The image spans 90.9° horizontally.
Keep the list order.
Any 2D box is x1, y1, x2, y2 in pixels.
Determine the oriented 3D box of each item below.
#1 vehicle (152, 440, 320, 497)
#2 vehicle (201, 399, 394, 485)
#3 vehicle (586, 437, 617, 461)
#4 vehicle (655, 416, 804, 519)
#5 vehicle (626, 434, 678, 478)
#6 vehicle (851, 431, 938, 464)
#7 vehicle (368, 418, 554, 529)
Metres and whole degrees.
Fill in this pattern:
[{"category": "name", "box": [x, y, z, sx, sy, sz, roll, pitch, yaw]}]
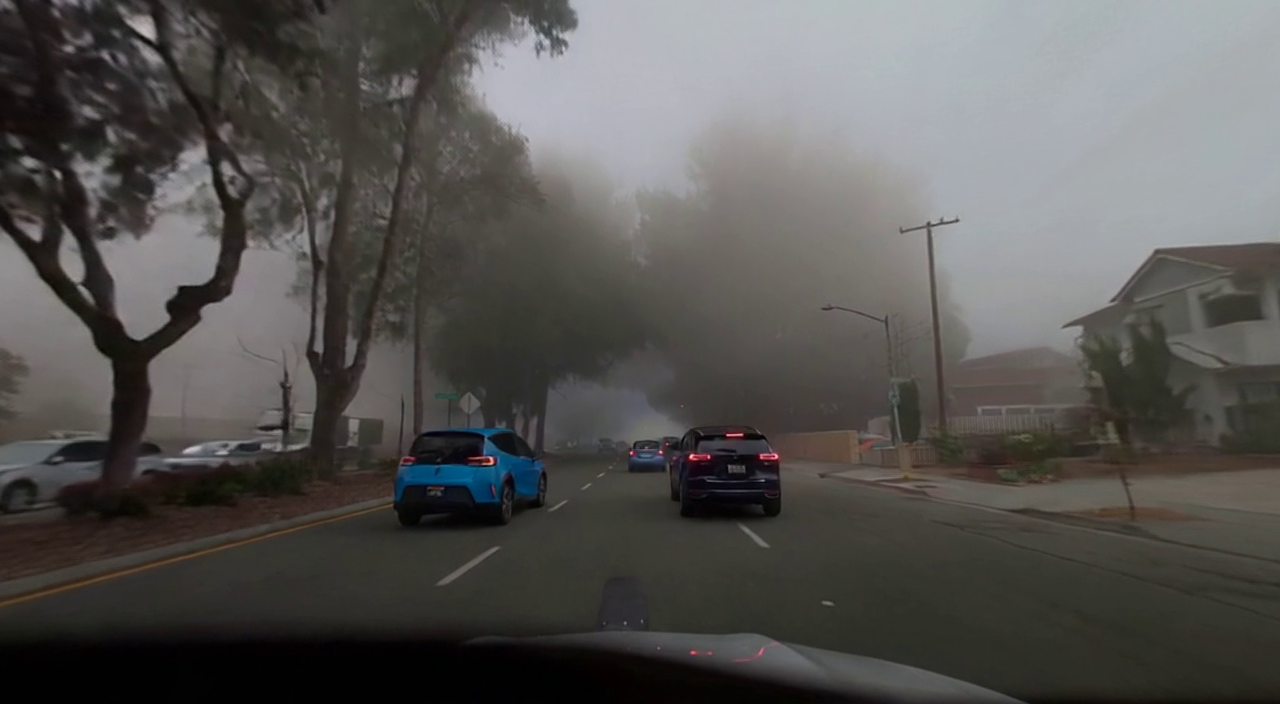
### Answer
[{"category": "vehicle", "box": [-11.913, 3.437, 19.045, 1.923, 1.490, 4.501, 0, -9, 2]}, {"category": "vehicle", "box": [-15.058, 4.162, 29.074, 2.901, 3.276, 9.720, -1, -9, 4]}, {"category": "vehicle", "box": [-2.911, 7.474, 48.616, 2.014, 1.755, 4.360, 0, -9, 1]}, {"category": "vehicle", "box": [1.600, 2.323, 13.095, 2.280, 1.747, 4.361, 0, -9, -2]}, {"category": "vehicle", "box": [0.432, 4.117, 25.100, 1.922, 1.579, 3.642, 0, -9, 0]}, {"category": "vehicle", "box": [15.941, 5.967, 39.756, 2.032, 1.877, 4.876, 2, -7, -25]}, {"category": "vehicle", "box": [-3.083, 2.228, 12.104, 2.043, 1.687, 4.676, 0, -9, 2]}]
